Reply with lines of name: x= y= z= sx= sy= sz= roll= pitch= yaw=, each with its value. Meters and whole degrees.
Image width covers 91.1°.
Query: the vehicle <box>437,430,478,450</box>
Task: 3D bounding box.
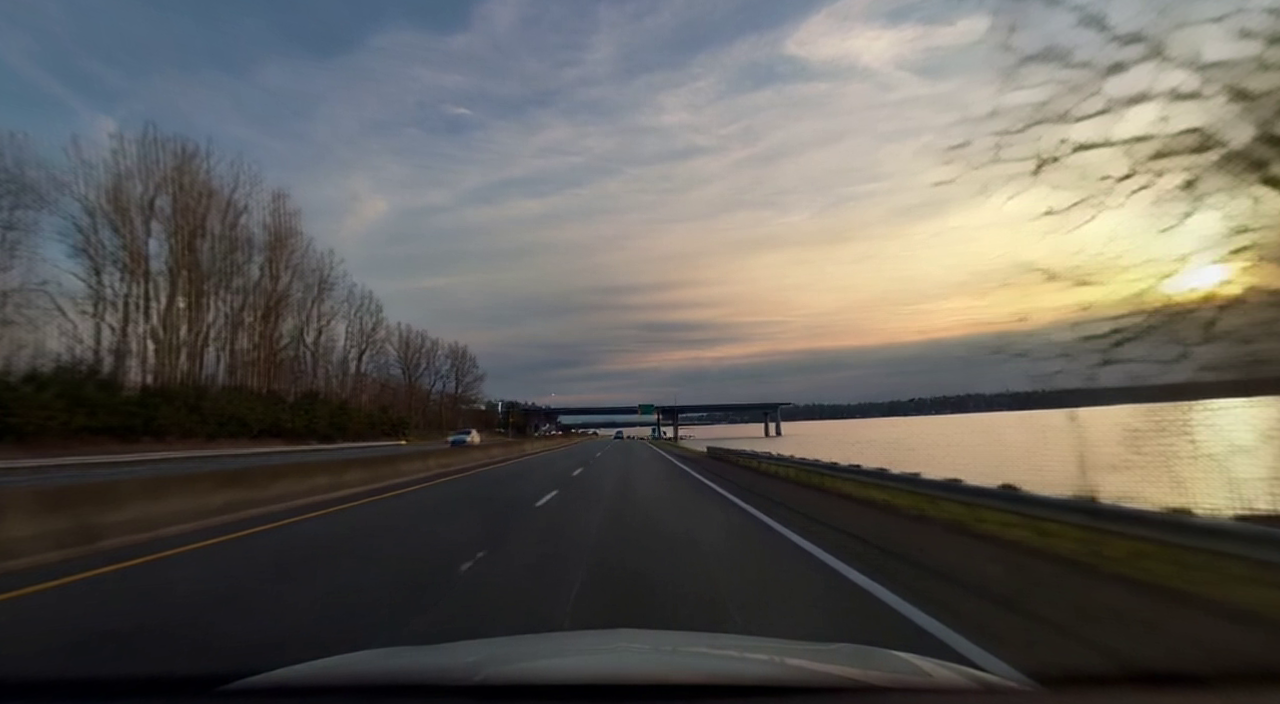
vehicle: x=-14.356 y=6.936 z=49.719 sx=1.892 sy=1.508 sz=4.530 roll=0 pitch=-8 yaw=0
